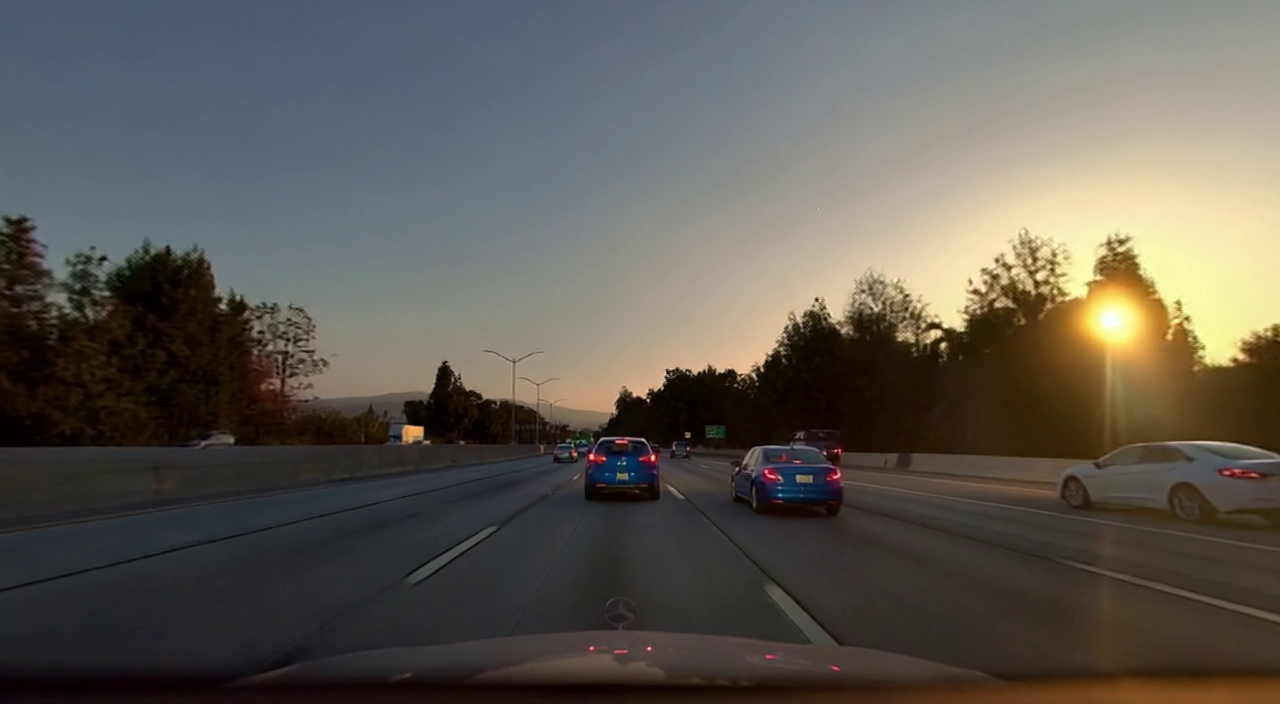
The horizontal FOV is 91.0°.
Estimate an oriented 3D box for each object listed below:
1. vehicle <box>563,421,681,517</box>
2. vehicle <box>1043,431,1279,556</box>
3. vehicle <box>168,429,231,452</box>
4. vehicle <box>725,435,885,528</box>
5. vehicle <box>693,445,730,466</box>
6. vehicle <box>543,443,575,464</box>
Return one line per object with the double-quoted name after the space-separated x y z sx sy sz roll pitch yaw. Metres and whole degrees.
-0.363 2.462 13.640 2.181 1.728 3.970 1 -9 -1 "vehicle"
9.433 2.204 10.453 2.106 1.641 4.671 1 -9 -5 "vehicle"
-34.862 7.069 49.937 1.909 1.708 4.396 1 -9 -3 "vehicle"
3.043 2.489 12.677 1.975 1.532 4.227 1 -9 -2 "vehicle"
5.296 7.745 47.276 1.972 1.521 4.498 1 -9 -4 "vehicle"
-6.111 7.740 48.066 2.023 1.497 4.526 1 -9 -3 "vehicle"
